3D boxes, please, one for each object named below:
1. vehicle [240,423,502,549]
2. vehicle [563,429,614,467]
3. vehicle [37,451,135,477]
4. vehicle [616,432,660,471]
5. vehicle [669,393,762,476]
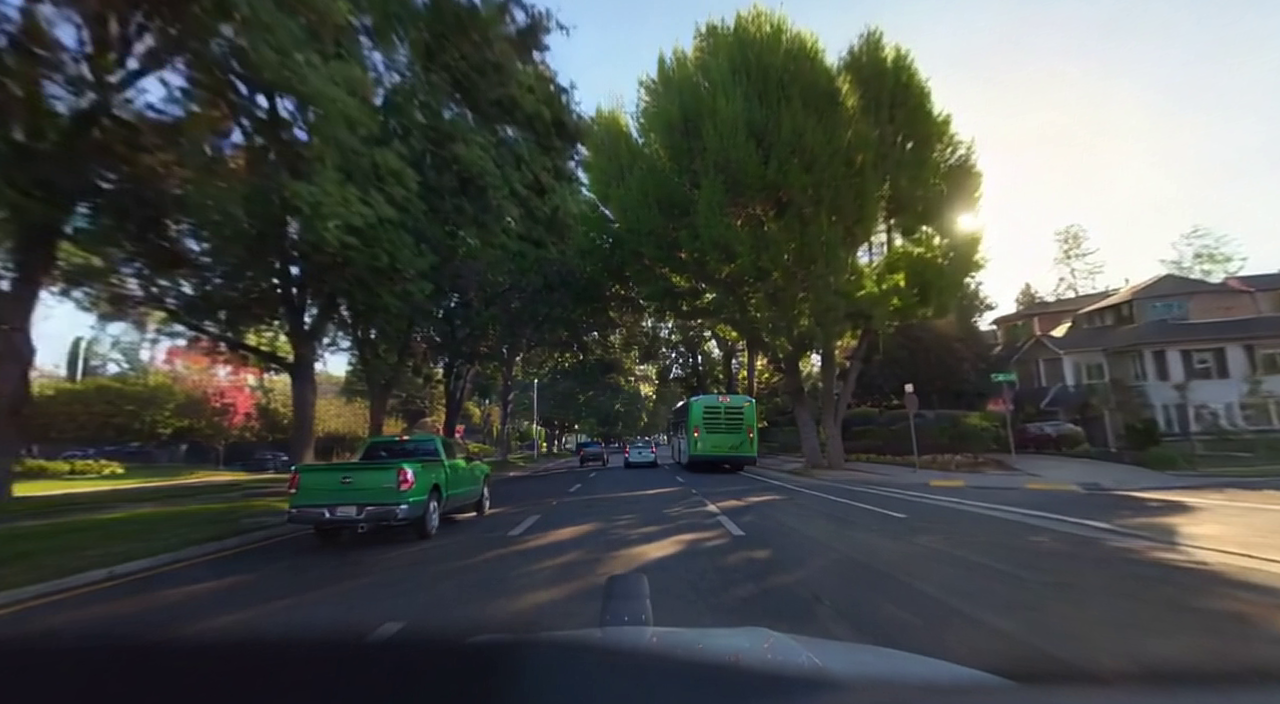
[{"bbox_3d":[-3.836,1.997,10.113,2.109,1.543,4.535,0,-8,1],"label":"vehicle"},{"bbox_3d":[-2.957,5.695,37.482,2.513,2.066,5.820,0,-8,0],"label":"vehicle"},{"bbox_3d":[-33.941,6.868,38.809,1.745,1.441,4.693,0,-8,1],"label":"vehicle"},{"bbox_3d":[-0.062,5.063,32.265,2.074,1.849,5.137,0,-8,1],"label":"vehicle"},{"bbox_3d":[3.273,4.182,31.292,3.059,3.264,12.623,0,-8,0],"label":"vehicle"}]
